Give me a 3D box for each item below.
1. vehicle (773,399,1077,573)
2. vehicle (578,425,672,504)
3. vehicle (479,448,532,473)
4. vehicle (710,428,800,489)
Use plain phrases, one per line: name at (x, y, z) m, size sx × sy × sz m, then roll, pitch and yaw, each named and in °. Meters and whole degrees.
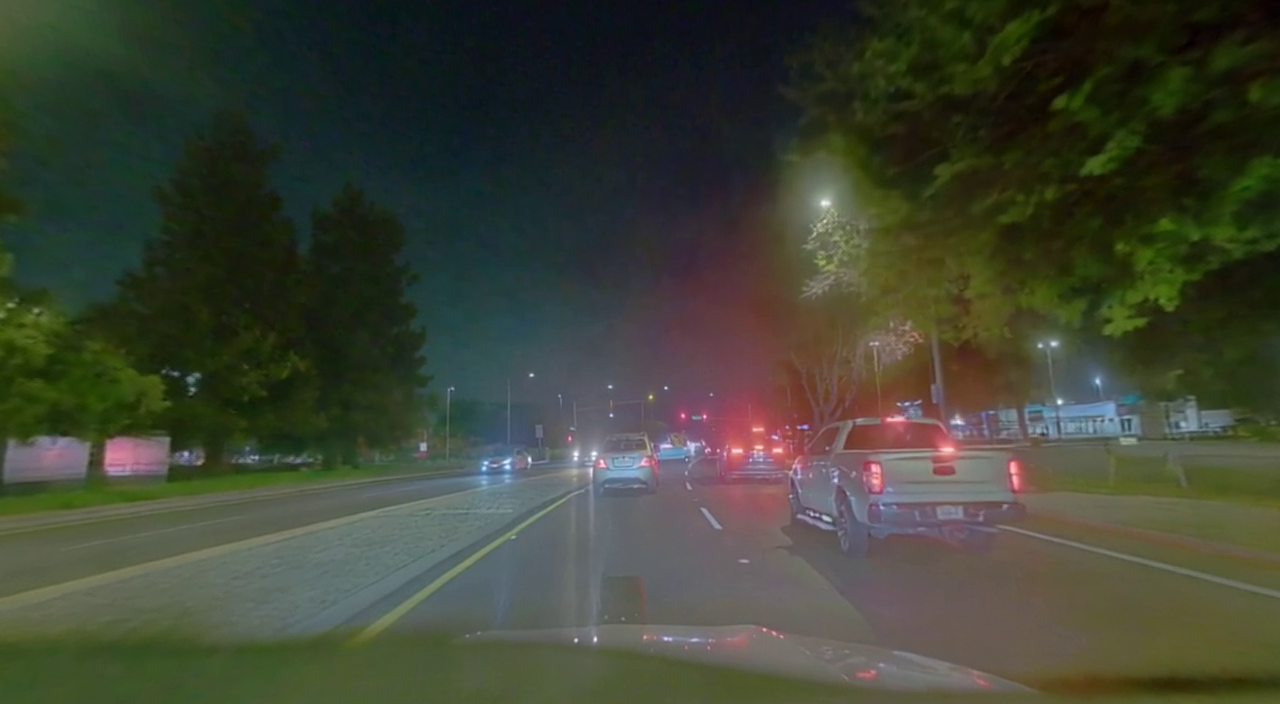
vehicle at (3.404, 1.709, 8.830) m, size 2.114 × 1.765 × 4.647 m, roll 0°, pitch -8°, yaw 1°
vehicle at (-0.245, 2.846, 16.352) m, size 2.113 × 1.768 × 3.901 m, roll 0°, pitch -8°, yaw 3°
vehicle at (-8.540, 6.890, 40.434) m, size 1.953 × 1.476 × 4.747 m, roll -1°, pitch -9°, yaw 6°
vehicle at (3.899, 3.748, 22.610) m, size 2.317 × 1.857 × 5.940 m, roll 0°, pitch -8°, yaw 2°
